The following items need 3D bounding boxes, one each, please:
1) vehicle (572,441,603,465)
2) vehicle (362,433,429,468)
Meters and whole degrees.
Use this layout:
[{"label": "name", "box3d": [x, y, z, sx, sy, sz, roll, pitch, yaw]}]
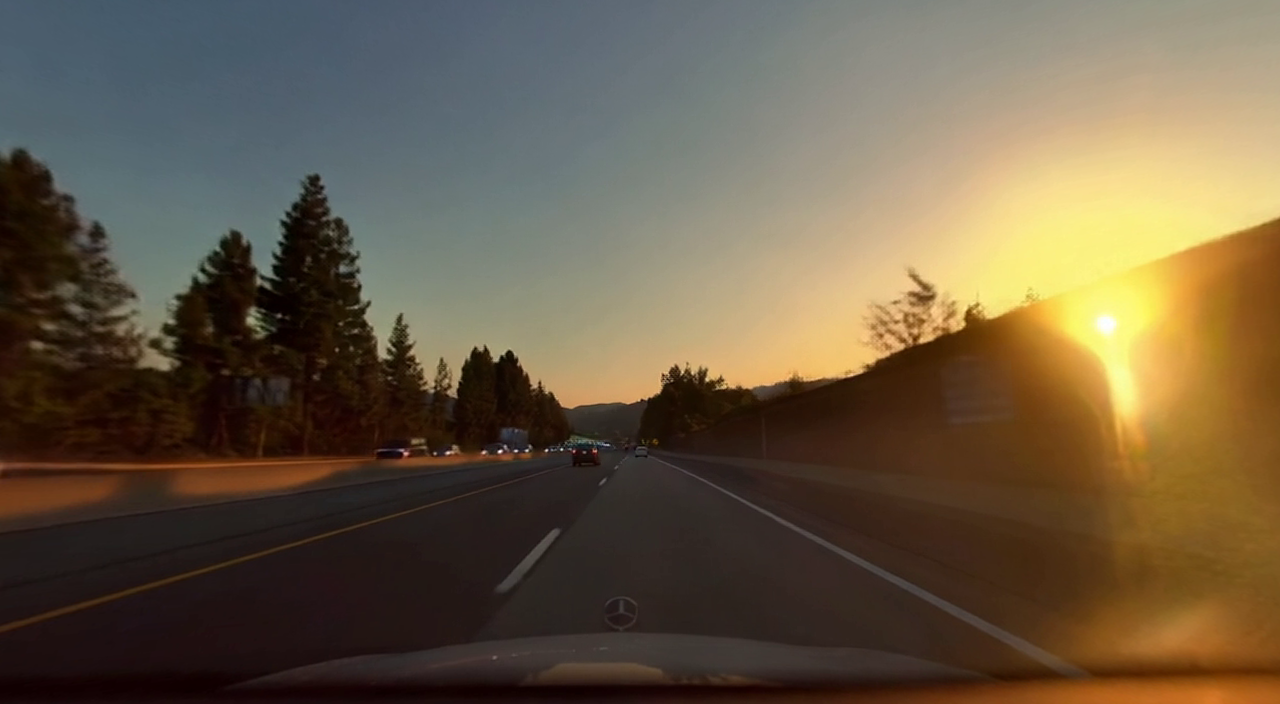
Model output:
[{"label": "vehicle", "box3d": [-3.991, 7.736, 48.132, 2.098, 1.692, 4.038, 0, -9, 0]}, {"label": "vehicle", "box3d": [-14.789, 5.983, 38.229, 2.109, 1.954, 4.790, -1, -9, 1]}]
